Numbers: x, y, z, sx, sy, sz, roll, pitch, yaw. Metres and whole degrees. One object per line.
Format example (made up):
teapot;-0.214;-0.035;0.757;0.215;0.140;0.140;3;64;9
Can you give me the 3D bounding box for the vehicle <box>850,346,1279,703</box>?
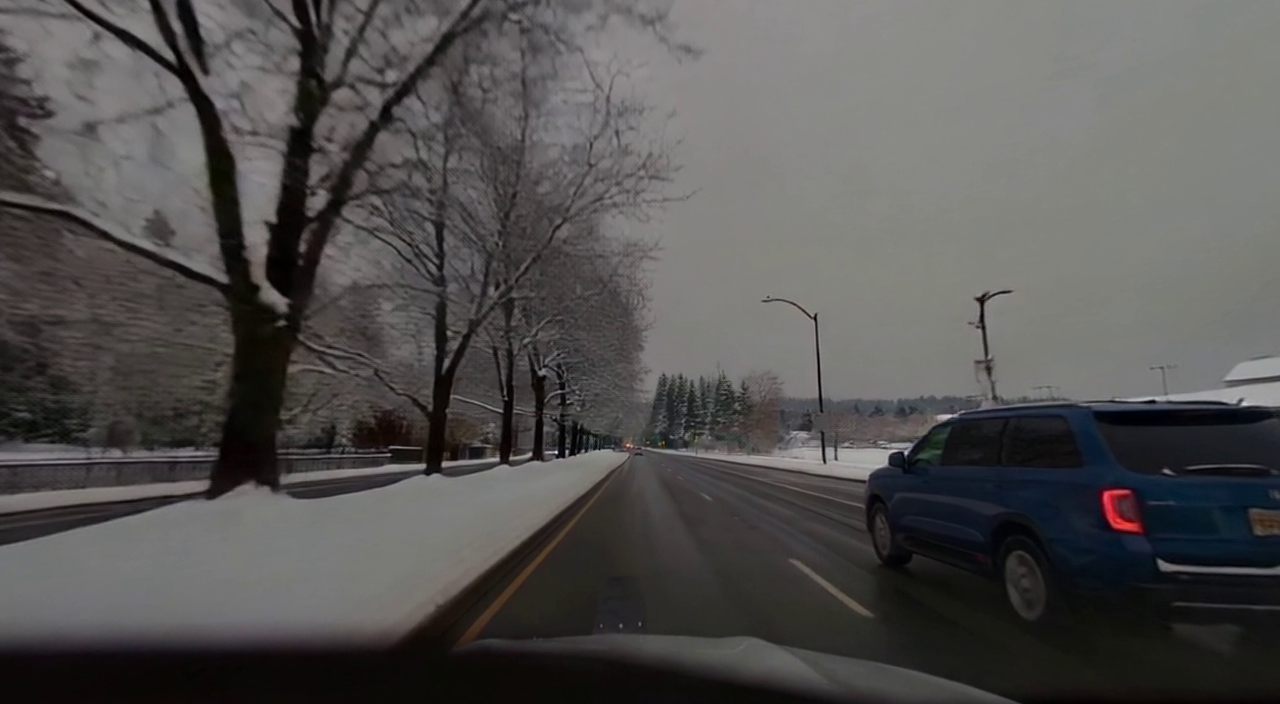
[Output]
vehicle;3.615;1.210;5.047;2.087;1.759;5.040;0;-8;0
